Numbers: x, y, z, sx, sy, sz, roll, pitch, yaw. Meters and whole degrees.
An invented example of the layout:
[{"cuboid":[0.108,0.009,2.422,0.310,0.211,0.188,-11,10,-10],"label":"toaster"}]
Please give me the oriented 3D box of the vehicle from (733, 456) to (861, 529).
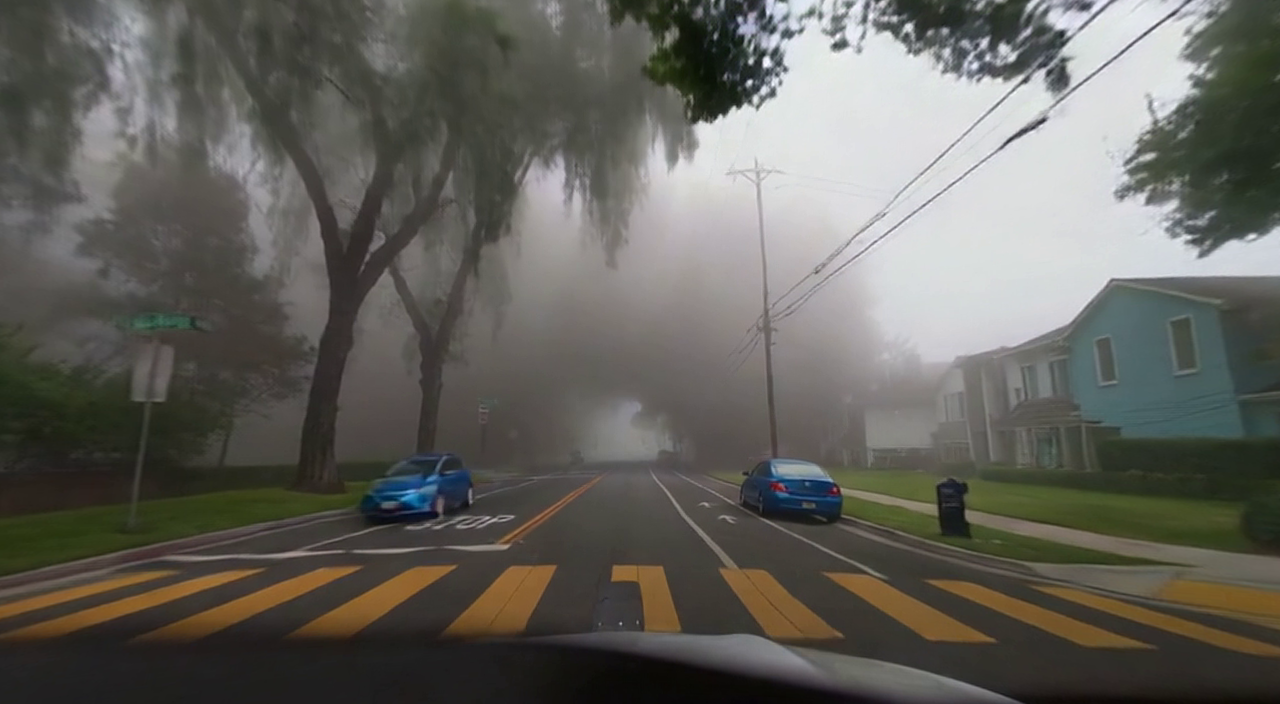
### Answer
[{"cuboid":[3.710,3.392,15.859,1.961,1.472,4.434,0,-8,-2],"label":"vehicle"}]
